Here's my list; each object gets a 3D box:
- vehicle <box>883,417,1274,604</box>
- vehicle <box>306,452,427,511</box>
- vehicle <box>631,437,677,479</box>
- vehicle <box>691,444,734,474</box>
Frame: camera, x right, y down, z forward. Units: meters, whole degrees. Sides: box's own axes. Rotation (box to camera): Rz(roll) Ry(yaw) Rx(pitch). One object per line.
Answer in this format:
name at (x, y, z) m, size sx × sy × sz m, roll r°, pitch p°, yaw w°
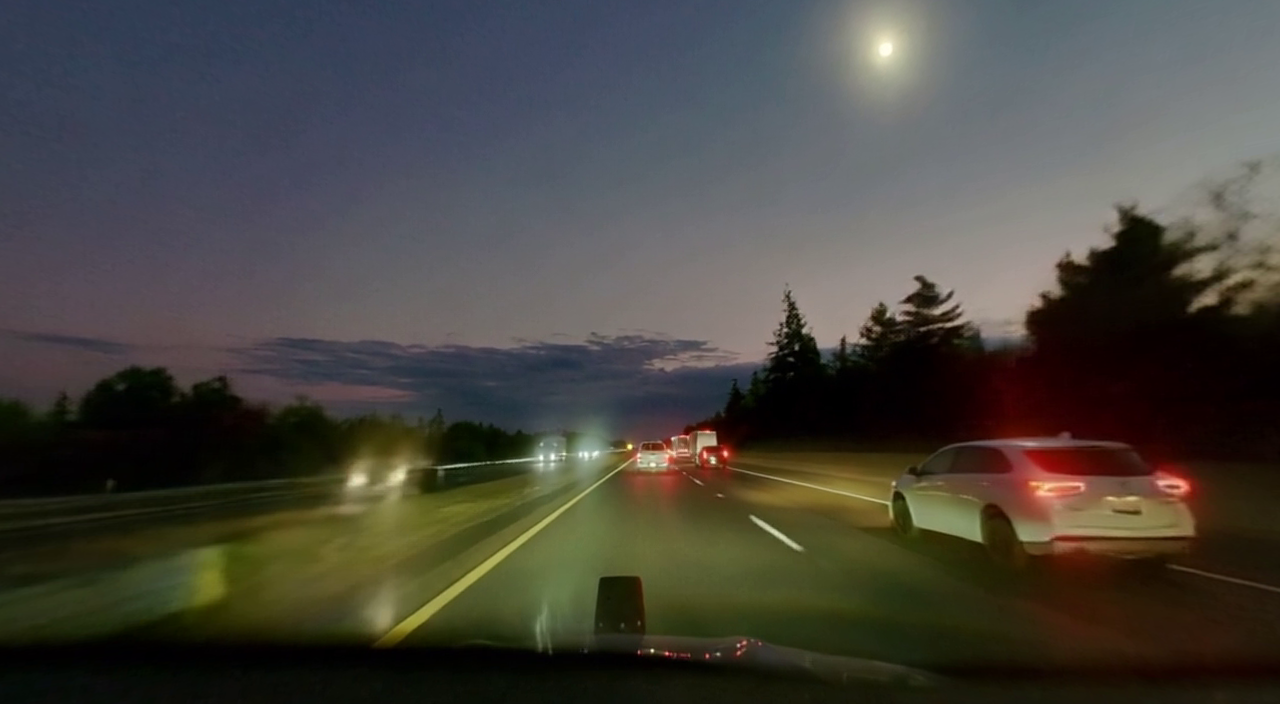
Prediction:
vehicle at (4.399, 1.611, 7.149) m, size 1.868 × 1.566 × 3.509 m, roll 0°, pitch -9°, yaw 0°
vehicle at (-8.260, 3.916, 19.484) m, size 1.920 × 1.570 × 3.956 m, roll 0°, pitch -9°, yaw 0°
vehicle at (0.664, 5.285, 31.627) m, size 2.143 × 1.925 × 4.101 m, roll 0°, pitch -9°, yaw 0°
vehicle at (4.272, 6.338, 37.652) m, size 1.961 × 1.689 × 3.971 m, roll 0°, pitch -9°, yaw -1°
